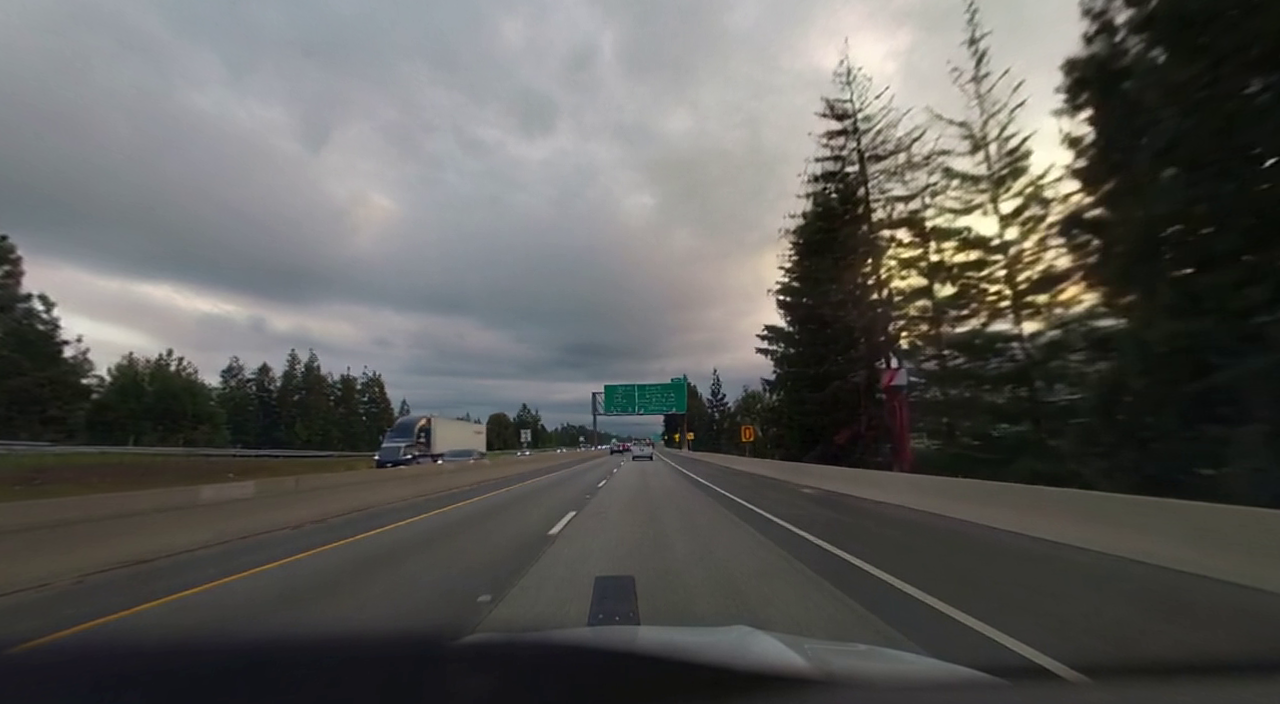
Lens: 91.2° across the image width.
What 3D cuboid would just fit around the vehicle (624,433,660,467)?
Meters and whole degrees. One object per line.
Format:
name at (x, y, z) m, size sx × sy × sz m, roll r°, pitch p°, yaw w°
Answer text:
vehicle at (0.155, 6.523, 41.686) m, size 2.268 × 2.122 × 4.595 m, roll -1°, pitch -9°, yaw 1°

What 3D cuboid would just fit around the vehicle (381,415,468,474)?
vehicle at (-16.186, 7.090, 48.103) m, size 3.002 × 4.004 × 10.140 m, roll -1°, pitch -9°, yaw 0°
